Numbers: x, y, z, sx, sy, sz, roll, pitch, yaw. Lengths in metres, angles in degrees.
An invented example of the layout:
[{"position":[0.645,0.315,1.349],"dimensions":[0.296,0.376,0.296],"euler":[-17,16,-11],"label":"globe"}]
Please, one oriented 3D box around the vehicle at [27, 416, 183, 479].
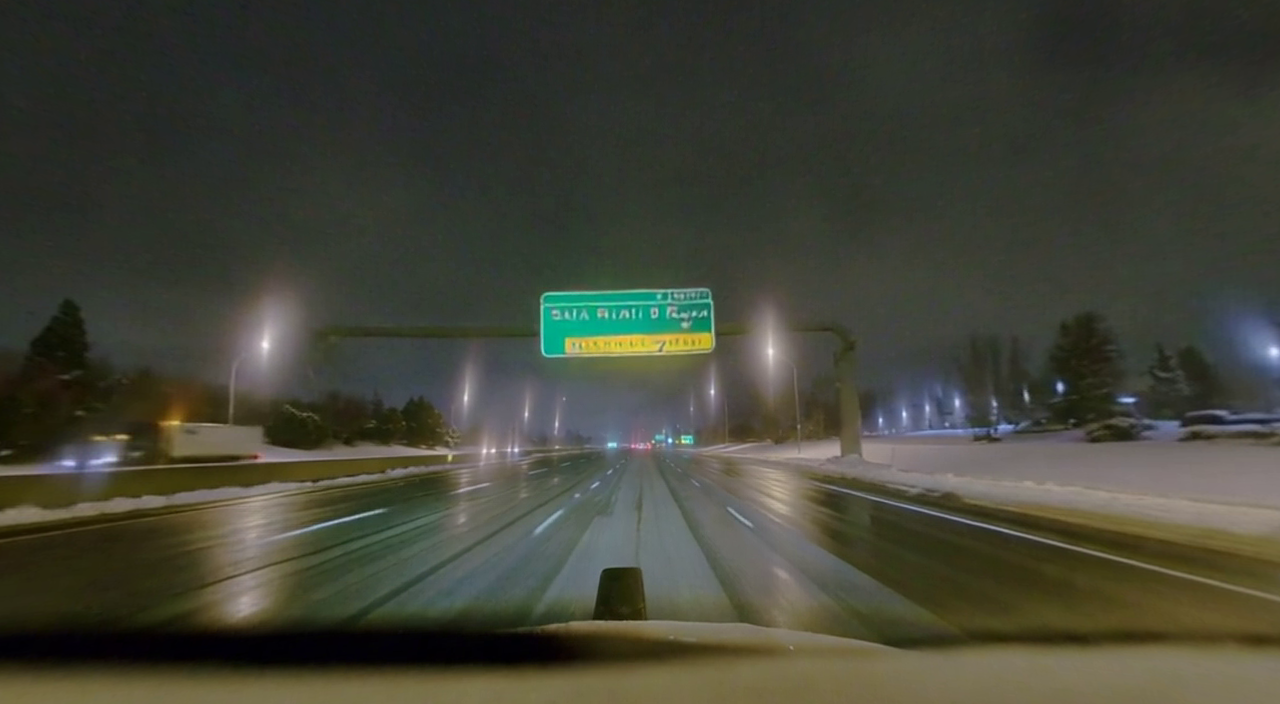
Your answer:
[{"position":[-35.661,6.422,42.674],"dimensions":[3.032,3.792,8.384],"euler":[0,-8,0],"label":"vehicle"}]
